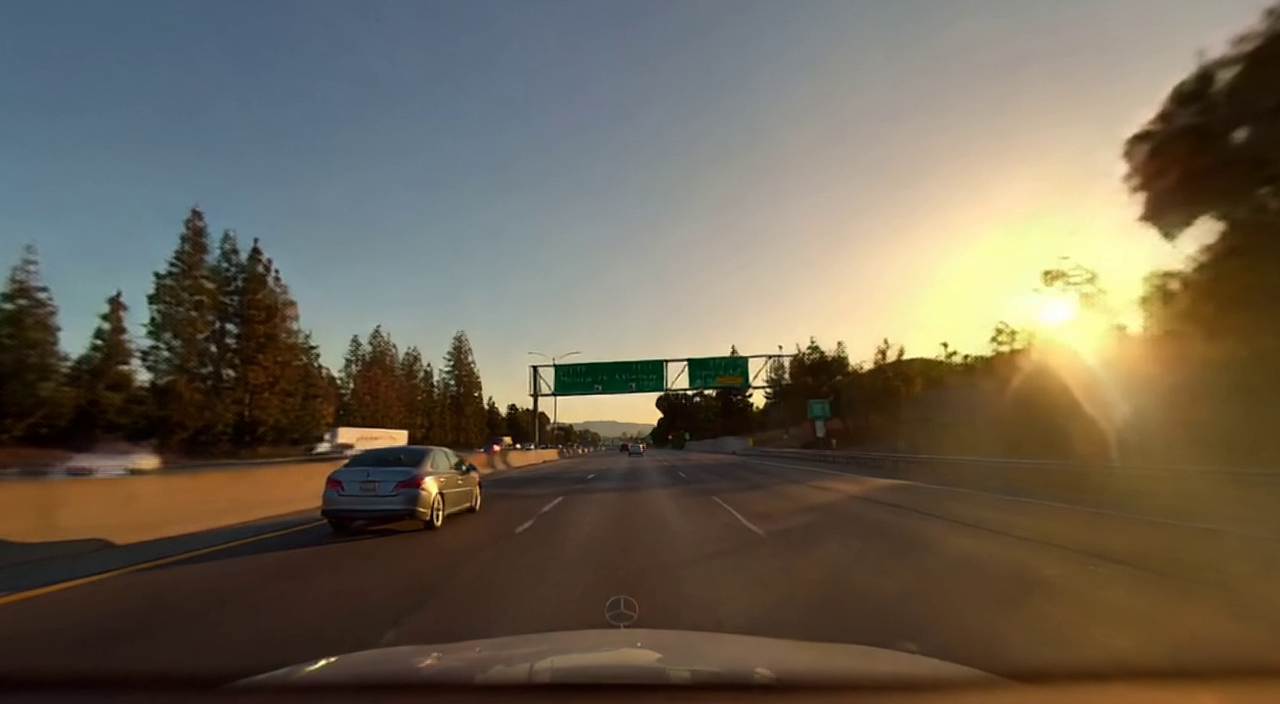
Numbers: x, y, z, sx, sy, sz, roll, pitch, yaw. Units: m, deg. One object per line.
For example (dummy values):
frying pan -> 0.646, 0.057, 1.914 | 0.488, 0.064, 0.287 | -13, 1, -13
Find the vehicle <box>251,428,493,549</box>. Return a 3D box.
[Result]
vehicle -> -3.980, 2.086, 10.386 | 2.050, 1.547, 4.266 | 0, -8, 1
